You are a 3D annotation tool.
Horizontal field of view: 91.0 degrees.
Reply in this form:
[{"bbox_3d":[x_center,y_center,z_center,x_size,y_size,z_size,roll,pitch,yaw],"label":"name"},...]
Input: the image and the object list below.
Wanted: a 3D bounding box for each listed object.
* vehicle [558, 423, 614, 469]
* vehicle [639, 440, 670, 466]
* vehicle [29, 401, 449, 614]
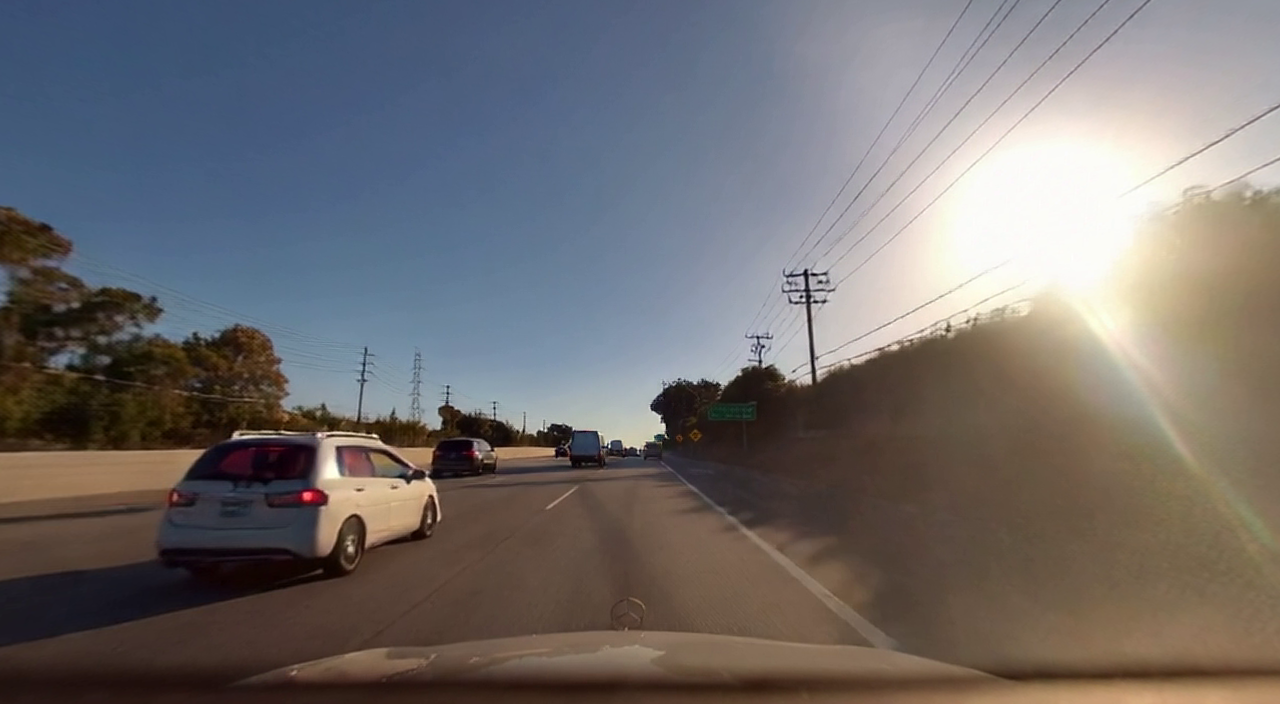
[{"bbox_3d":[-3.572,6.599,44.123,2.915,2.885,9.394,0,-9,1],"label":"vehicle"},{"bbox_3d":[1.019,6.977,43.680,2.038,1.677,4.219,0,-9,2],"label":"vehicle"},{"bbox_3d":[-3.853,1.558,7.167,1.976,1.688,4.124,0,-9,1],"label":"vehicle"}]
